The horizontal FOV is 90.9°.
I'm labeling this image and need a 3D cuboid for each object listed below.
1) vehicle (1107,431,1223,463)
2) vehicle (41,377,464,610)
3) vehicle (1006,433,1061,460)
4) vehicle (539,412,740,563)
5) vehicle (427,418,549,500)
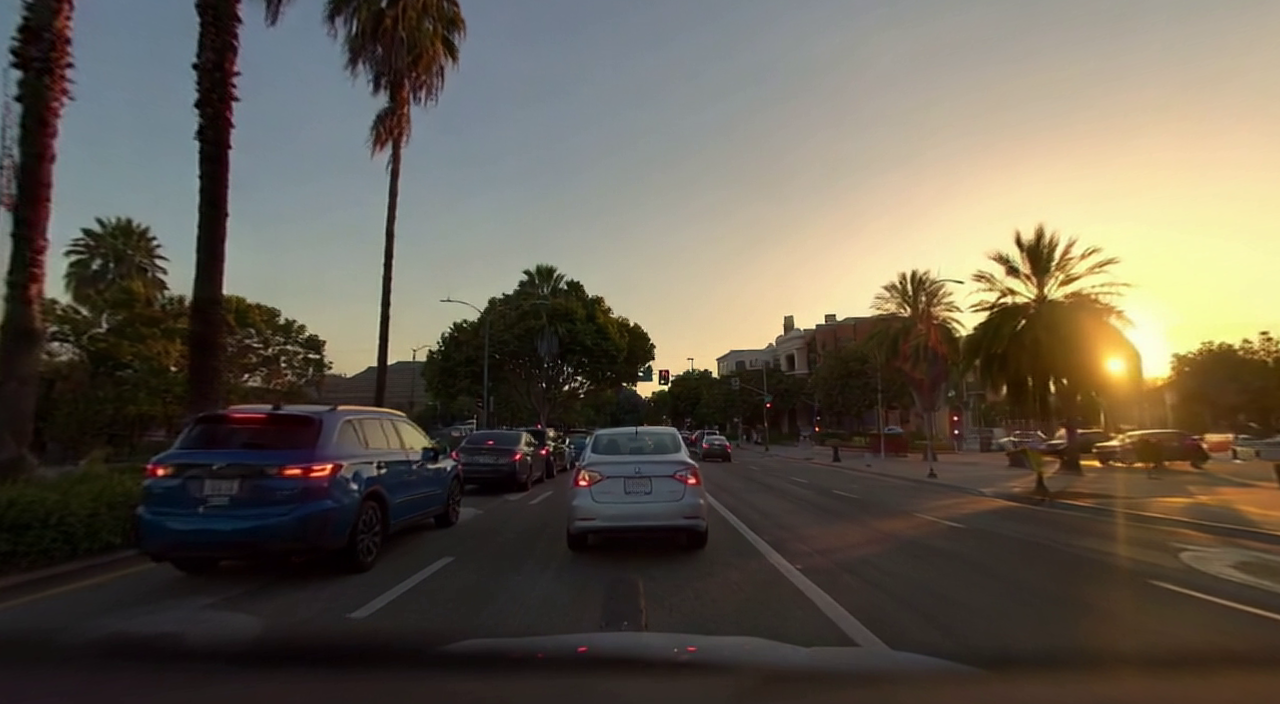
[{"bbox_3d":[25.454,4.619,30.674,3.914,1.427,1.779,-2,-8,6],"label":"vehicle"},{"bbox_3d":[-3.524,1.380,6.992,1.914,1.741,4.398,0,-8,-1],"label":"vehicle"},{"bbox_3d":[26.087,6.266,41.932,1.882,1.672,3.957,-2,-9,14],"label":"vehicle"},{"bbox_3d":[-0.042,1.753,8.872,2.114,1.585,4.285,0,-8,-1],"label":"vehicle"},{"bbox_3d":[-3.441,2.526,15.136,1.840,1.684,4.041,0,-8,1],"label":"vehicle"}]
